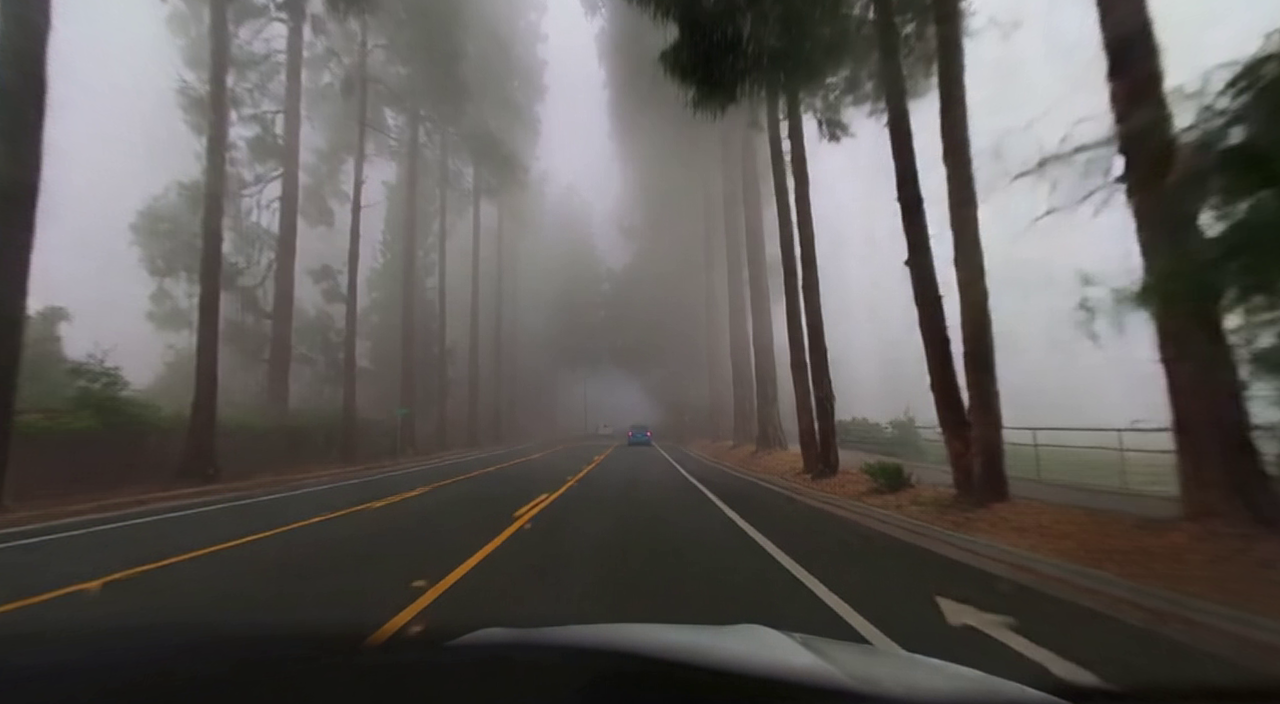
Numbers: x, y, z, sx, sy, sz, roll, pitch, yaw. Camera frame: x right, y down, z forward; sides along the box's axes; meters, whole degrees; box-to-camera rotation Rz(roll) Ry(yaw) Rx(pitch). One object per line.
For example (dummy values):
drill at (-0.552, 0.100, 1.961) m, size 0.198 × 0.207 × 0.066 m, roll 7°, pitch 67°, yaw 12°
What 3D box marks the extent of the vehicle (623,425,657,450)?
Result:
vehicle at (-0.009, 5.380, 39.927) m, size 2.067 × 1.486 × 3.861 m, roll 0°, pitch -8°, yaw 0°
